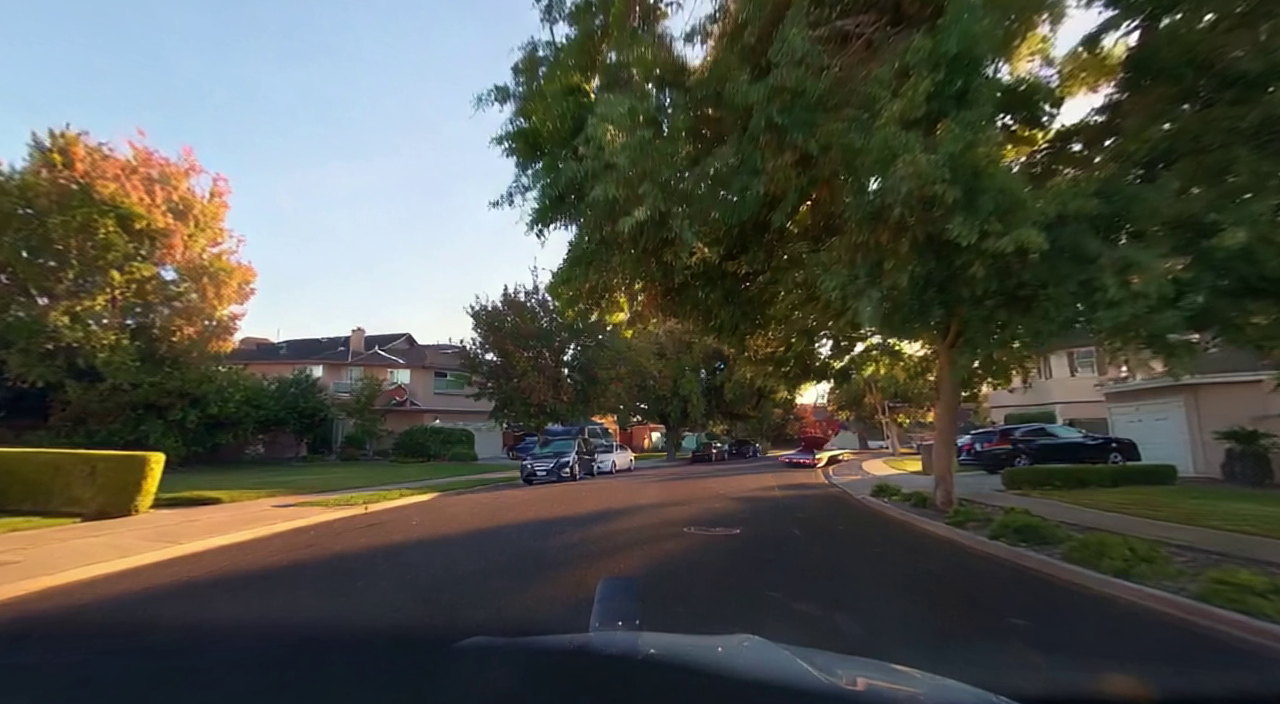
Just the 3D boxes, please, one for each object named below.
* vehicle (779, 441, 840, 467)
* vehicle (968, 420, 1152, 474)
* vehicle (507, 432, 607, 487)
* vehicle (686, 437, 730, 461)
[{"bbox_3d":[11.134,6.578,40.963,2.804,1.336,6.700,-3,-7,24],"label":"vehicle"},{"bbox_3d":[14.505,3.320,22.053,4.789,1.771,2.092,-1,-9,9],"label":"vehicle"},{"bbox_3d":[-2.992,3.995,24.087,2.274,1.784,5.090,-1,-6,11],"label":"vehicle"},{"bbox_3d":[5.310,7.492,48.657,2.052,1.745,4.737,-4,-9,23],"label":"vehicle"}]
